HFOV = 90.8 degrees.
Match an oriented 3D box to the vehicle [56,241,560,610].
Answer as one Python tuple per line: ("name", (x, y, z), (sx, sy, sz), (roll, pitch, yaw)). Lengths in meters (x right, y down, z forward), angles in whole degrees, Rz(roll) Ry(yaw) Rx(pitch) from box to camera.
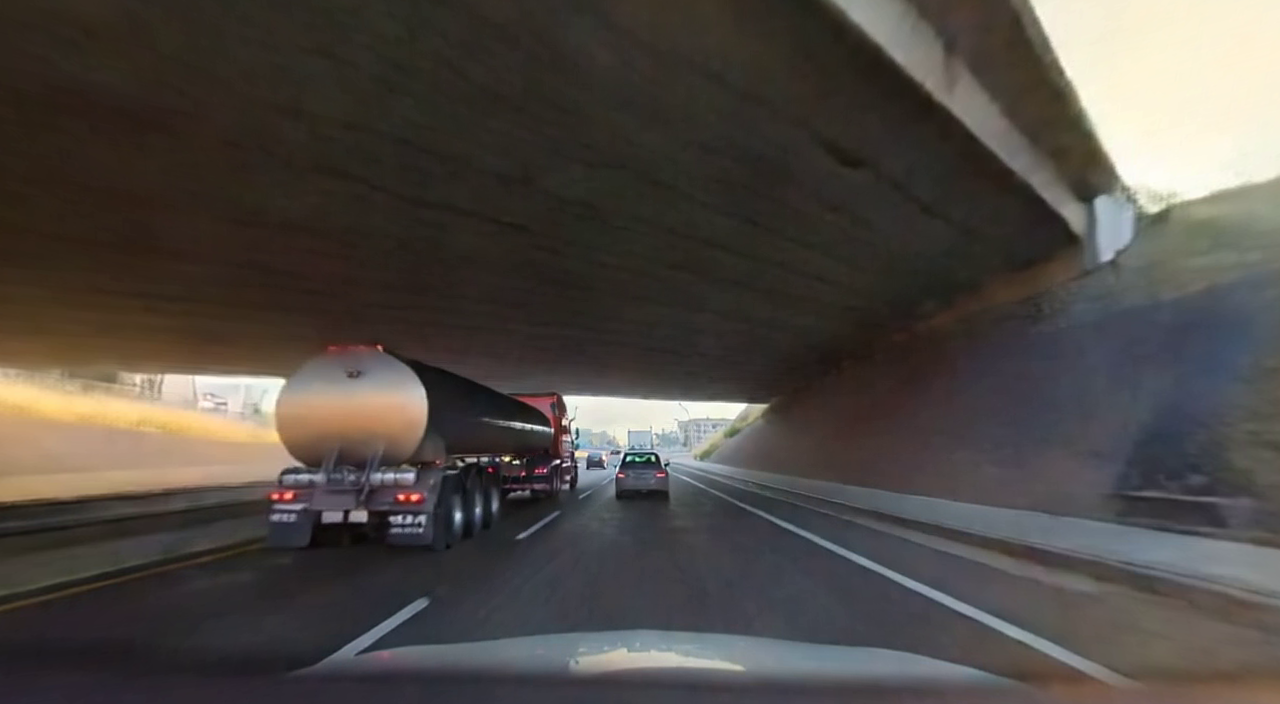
("vehicle", (-4.048, 1.726, 13.401), (2.896, 3.563, 14.643), (0, -9, 0))

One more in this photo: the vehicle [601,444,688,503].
("vehicle", (0.114, 3.423, 18.244), (2.215, 1.481, 4.246), (0, -9, 0))
